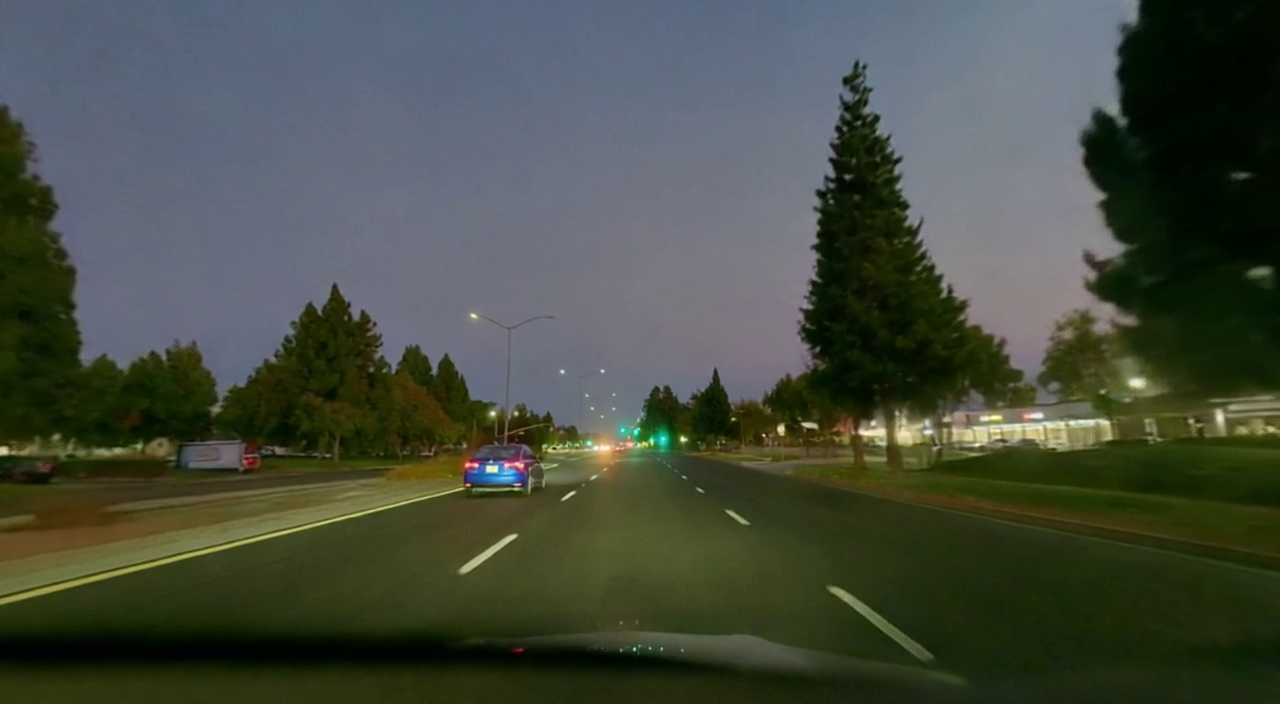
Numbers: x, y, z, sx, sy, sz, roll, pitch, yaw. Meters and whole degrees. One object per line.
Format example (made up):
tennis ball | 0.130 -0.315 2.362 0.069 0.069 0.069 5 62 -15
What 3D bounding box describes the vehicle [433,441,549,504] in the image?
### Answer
vehicle | -3.786 3.132 16.976 2.003 1.454 4.484 0 -8 0
